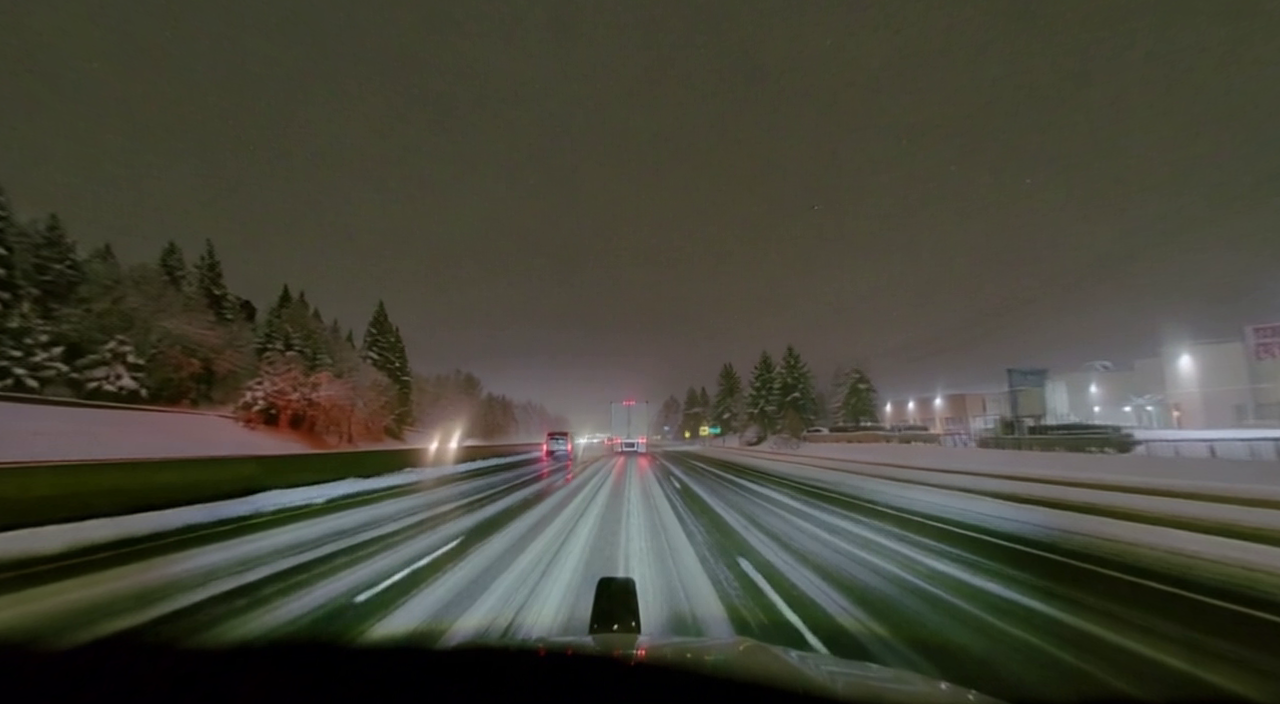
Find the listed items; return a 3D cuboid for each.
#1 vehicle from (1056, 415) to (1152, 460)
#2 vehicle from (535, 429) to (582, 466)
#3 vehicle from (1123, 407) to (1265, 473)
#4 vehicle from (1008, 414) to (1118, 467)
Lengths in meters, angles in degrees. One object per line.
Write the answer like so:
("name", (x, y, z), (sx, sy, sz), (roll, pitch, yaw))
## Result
("vehicle", (31.266, 5.736, 42.559), (5.465, 2.735, 3.004), (3, -9, -30))
("vehicle", (-4.567, 5.457, 36.217), (2.095, 1.930, 4.680), (0, -8, 0))
("vehicle", (32.477, 5.121, 36.960), (8.507, 3.424, 3.443), (4, -9, -30))
("vehicle", (32.479, 6.768, 48.486), (8.295, 3.754, 2.807), (3, -9, -24))
